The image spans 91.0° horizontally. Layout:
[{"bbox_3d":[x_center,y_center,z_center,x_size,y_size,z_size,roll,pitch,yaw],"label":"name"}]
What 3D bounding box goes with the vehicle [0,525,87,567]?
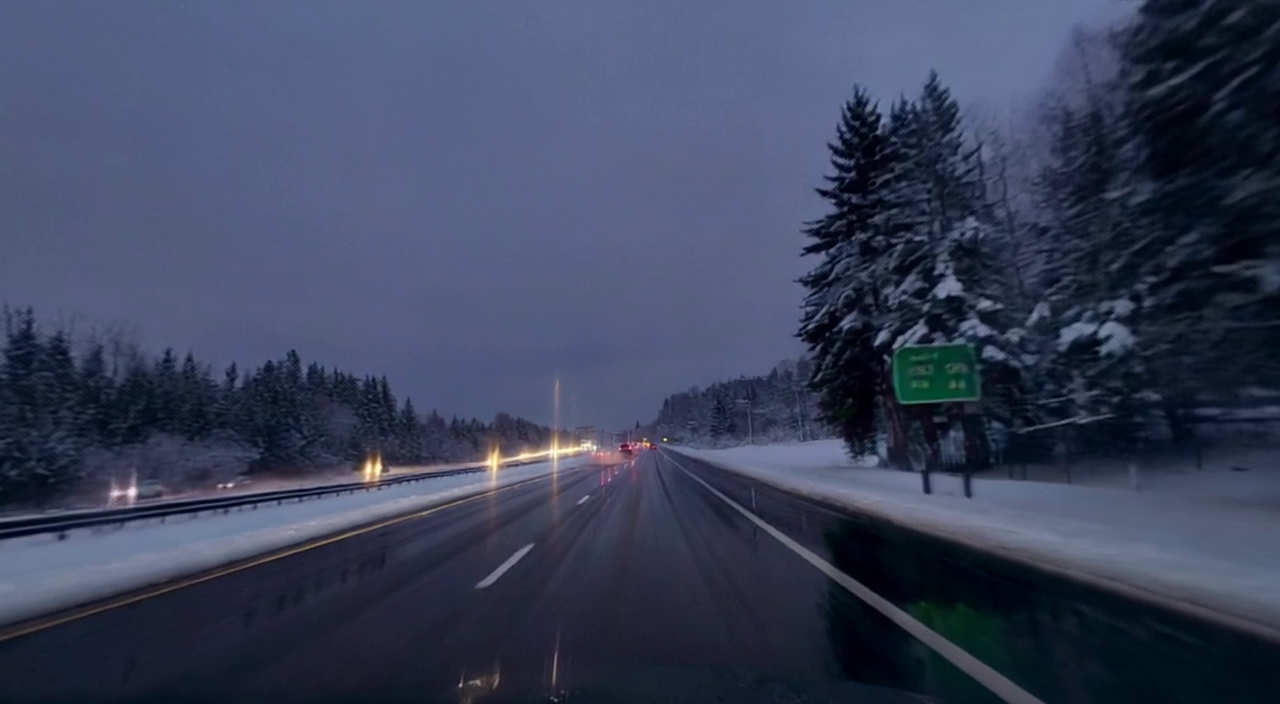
[{"bbox_3d":[-30.841,9.708,31.577,1.775,1.530,4.579,-2,-10,3],"label":"vehicle"}]
